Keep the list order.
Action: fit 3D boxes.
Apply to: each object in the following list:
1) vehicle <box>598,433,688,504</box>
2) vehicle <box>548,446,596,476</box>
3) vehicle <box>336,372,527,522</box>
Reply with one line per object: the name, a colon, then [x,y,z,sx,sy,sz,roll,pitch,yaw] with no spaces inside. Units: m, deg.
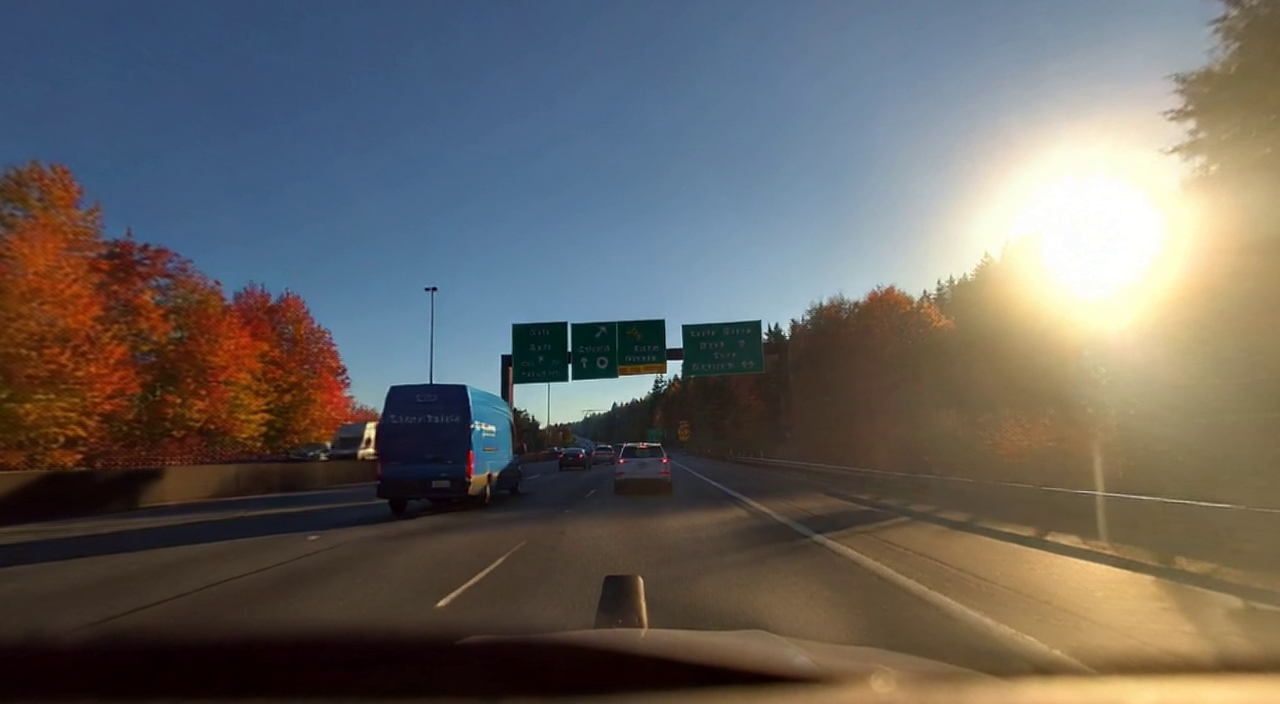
vehicle: [0.095,3.147,17.284,2.195,1.679,4.070,0,-9,1]
vehicle: [-3.612,5.888,33.985,2.015,1.496,4.312,0,-9,1]
vehicle: [-4.272,2.145,14.260,2.275,2.692,5.810,0,-9,0]
